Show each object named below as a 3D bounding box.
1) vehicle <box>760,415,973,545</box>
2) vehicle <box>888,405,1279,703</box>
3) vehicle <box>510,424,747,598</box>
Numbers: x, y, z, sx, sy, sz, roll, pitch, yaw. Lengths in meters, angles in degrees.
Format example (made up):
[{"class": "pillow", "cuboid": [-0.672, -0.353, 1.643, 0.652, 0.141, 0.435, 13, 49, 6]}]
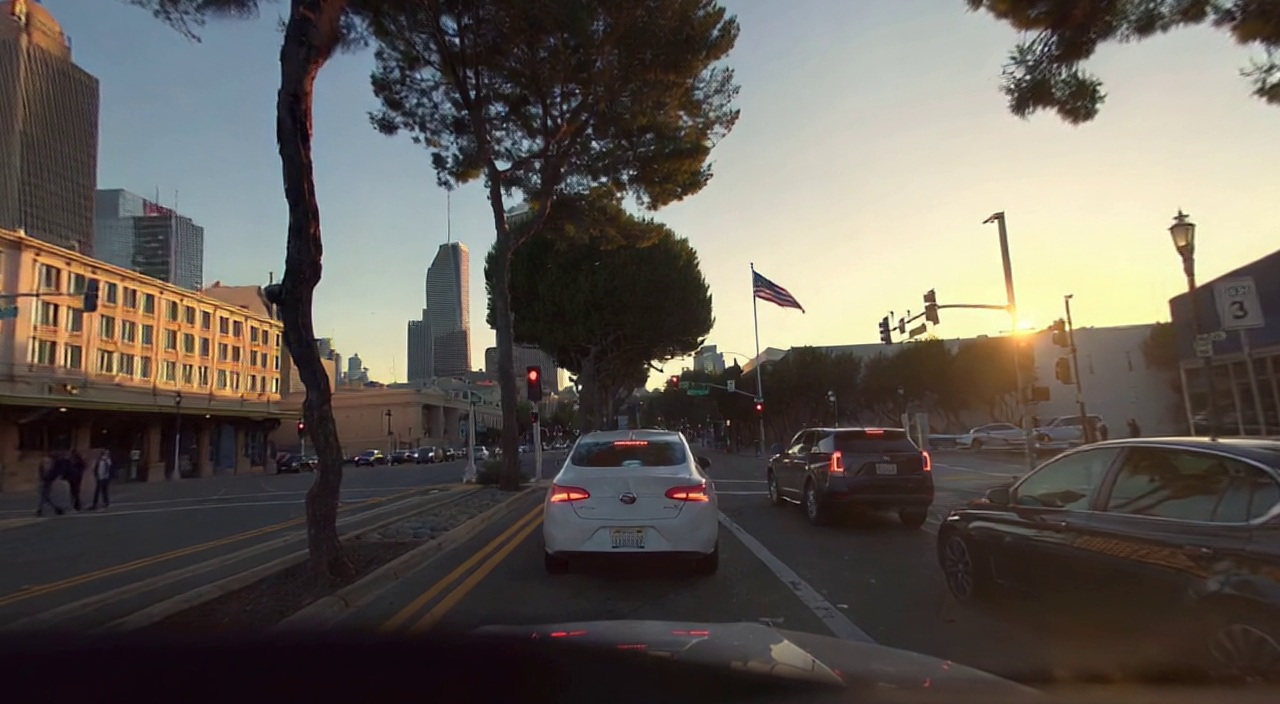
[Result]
[{"class": "vehicle", "cuboid": [3.513, 2.078, 10.939, 1.978, 1.738, 4.599, 0, -8, 0]}, {"class": "vehicle", "cuboid": [3.375, 1.175, 3.995, 1.833, 1.465, 4.258, 0, -8, -1]}, {"class": "vehicle", "cuboid": [-0.103, 1.694, 7.537, 2.096, 1.521, 3.747, 0, -8, 0]}]
